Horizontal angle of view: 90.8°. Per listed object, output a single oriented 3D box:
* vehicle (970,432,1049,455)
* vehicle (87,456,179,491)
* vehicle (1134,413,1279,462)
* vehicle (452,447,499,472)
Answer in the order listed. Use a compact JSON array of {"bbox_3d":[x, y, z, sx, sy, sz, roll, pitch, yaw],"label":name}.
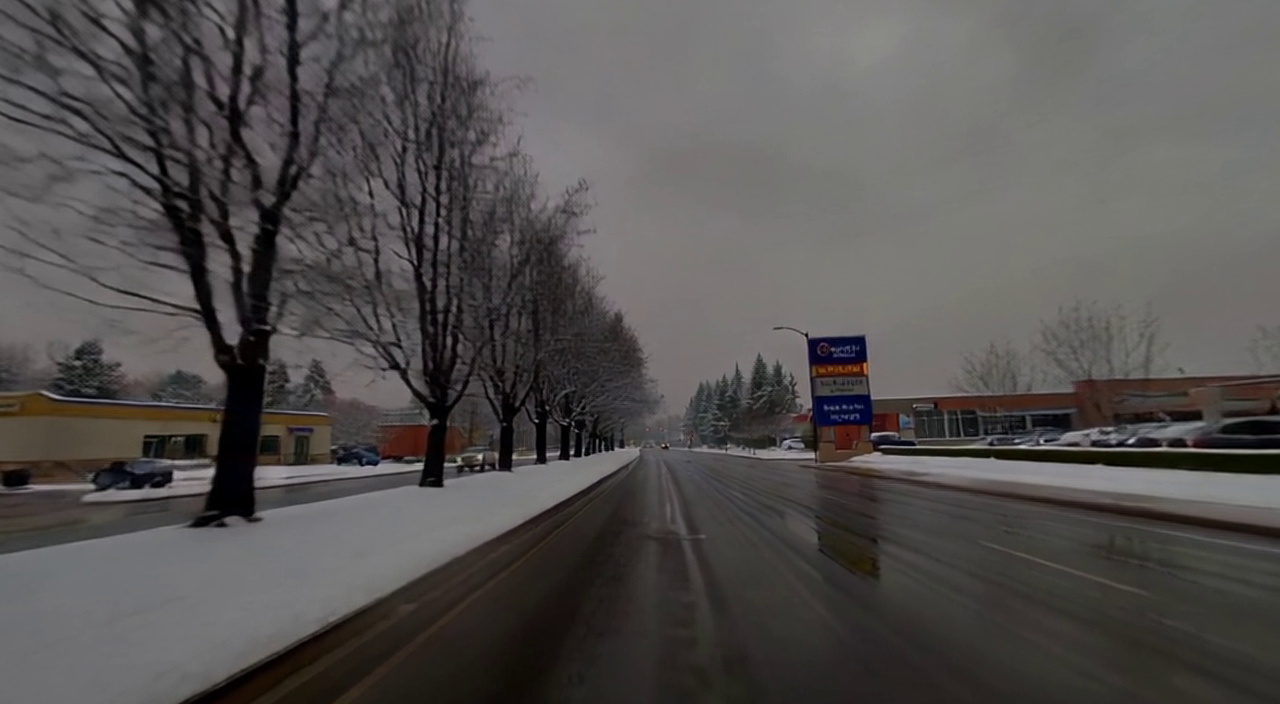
[{"bbox_3d":[22.565,5.588,38.687,3.547,1.360,1.951,0,-9,3],"label":"vehicle"},{"bbox_3d":[-24.623,5.852,30.669,4.605,1.509,1.845,-5,-10,30],"label":"vehicle"},{"bbox_3d":[20.968,2.974,21.887,5.669,1.603,2.284,0,-9,1],"label":"vehicle"},{"bbox_3d":[-10.870,7.100,42.006,1.896,1.593,4.014,0,-9,2],"label":"vehicle"}]
